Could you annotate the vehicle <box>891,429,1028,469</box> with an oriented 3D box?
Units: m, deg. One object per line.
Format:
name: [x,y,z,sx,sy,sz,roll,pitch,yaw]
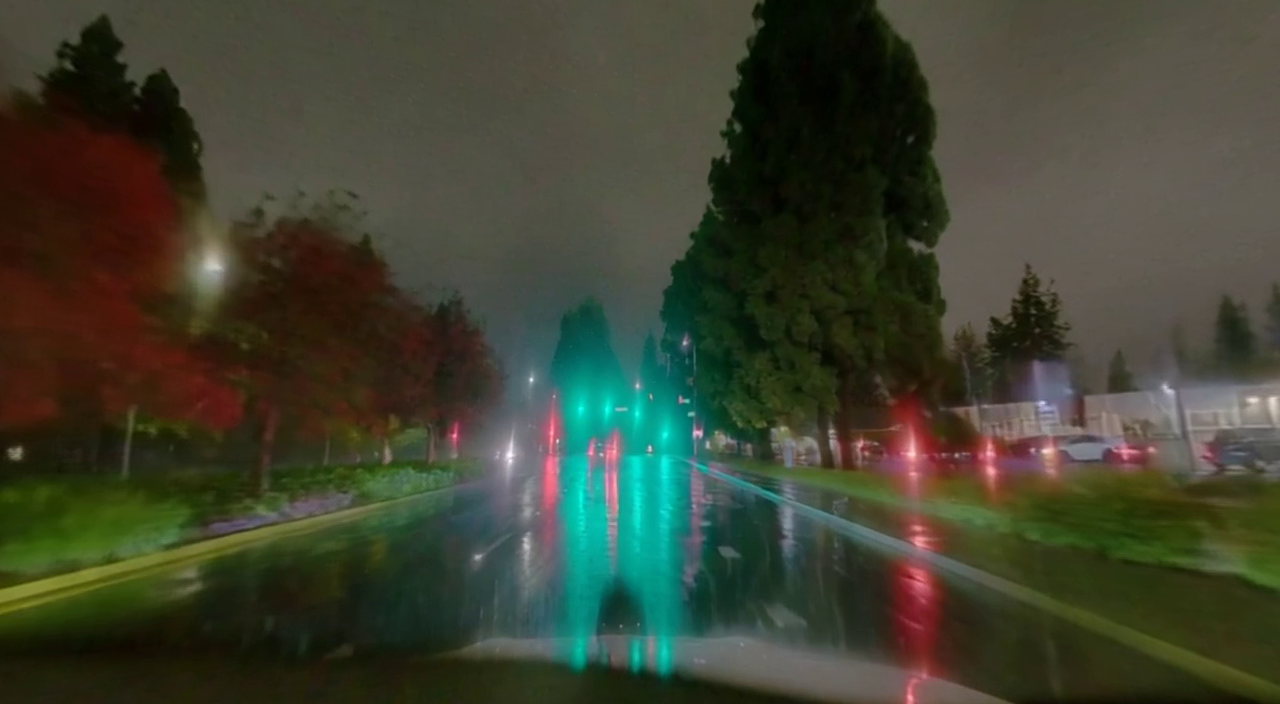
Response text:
vehicle: [15.464,4.706,30.701,5.604,1.833,2.128,1,-9,-8]

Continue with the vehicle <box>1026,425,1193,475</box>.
vehicle: [16.756,3.496,22.690,4.564,1.663,2.033,1,-9,-8]

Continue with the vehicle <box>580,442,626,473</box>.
vehicle: [-1.855,5.510,33.307,2.011,1.498,4.914,0,-9,2]
